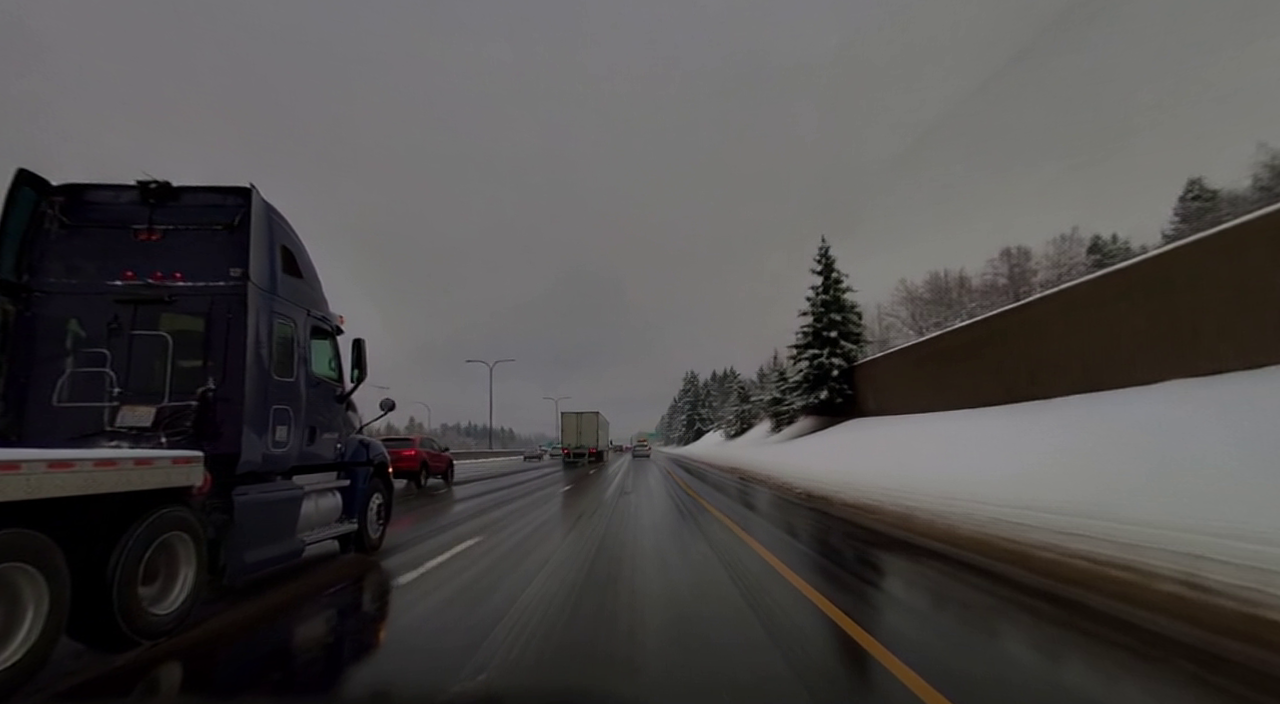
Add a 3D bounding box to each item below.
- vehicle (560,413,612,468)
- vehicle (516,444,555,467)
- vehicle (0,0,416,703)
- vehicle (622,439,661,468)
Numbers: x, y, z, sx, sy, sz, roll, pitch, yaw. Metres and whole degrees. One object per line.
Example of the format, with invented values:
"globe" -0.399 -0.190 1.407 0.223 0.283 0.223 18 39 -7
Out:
"vehicle" -3.555 6.178 43.682 2.956 3.331 9.575 0 -9 -1
"vehicle" -7.216 7.151 43.809 1.962 1.489 4.002 0 -9 1
"vehicle" -3.662 -0.047 1.035 3.025 3.266 9.256 0 -9 1
"vehicle" 0.115 6.081 37.756 2.178 1.640 4.071 0 -9 1
